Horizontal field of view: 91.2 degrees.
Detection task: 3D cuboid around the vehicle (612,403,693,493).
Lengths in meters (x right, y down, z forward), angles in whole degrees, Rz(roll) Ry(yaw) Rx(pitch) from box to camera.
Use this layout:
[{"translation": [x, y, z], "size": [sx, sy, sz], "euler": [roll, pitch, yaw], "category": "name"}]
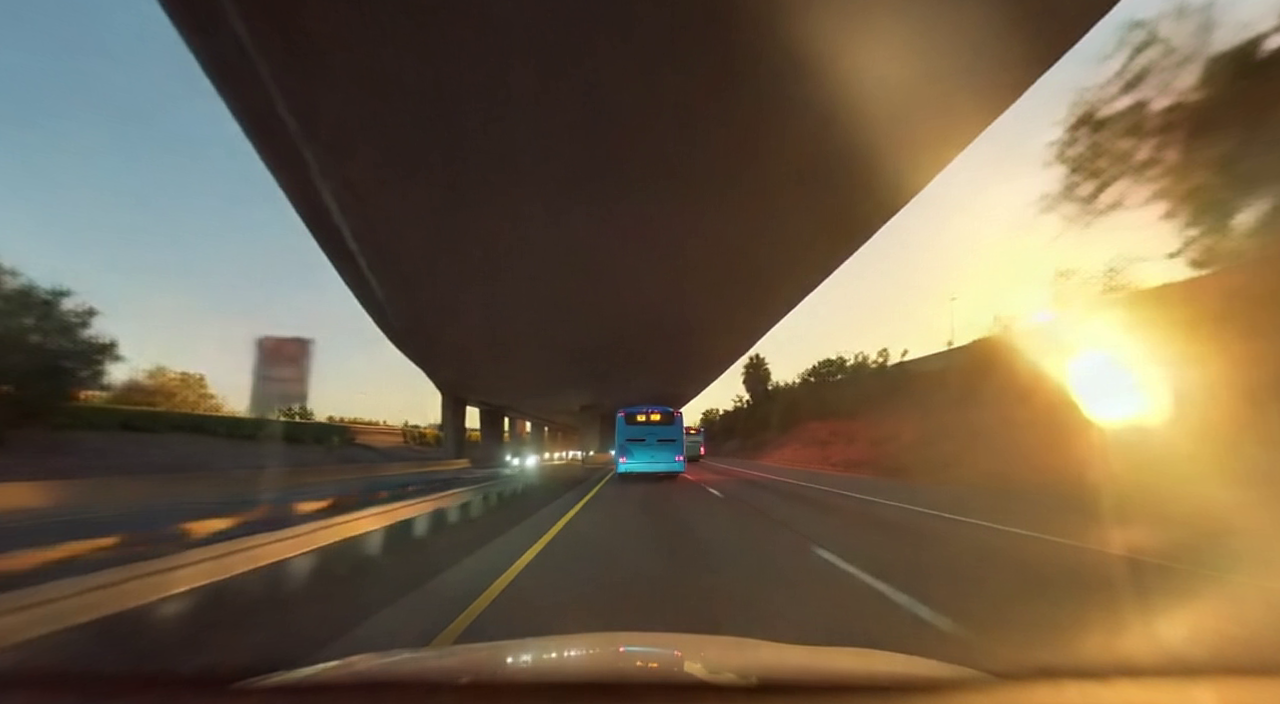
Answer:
[{"translation": [0.315, 3.328, 21.802], "size": [2.414, 2.675, 5.574], "euler": [0, -9, -1], "category": "vehicle"}]
